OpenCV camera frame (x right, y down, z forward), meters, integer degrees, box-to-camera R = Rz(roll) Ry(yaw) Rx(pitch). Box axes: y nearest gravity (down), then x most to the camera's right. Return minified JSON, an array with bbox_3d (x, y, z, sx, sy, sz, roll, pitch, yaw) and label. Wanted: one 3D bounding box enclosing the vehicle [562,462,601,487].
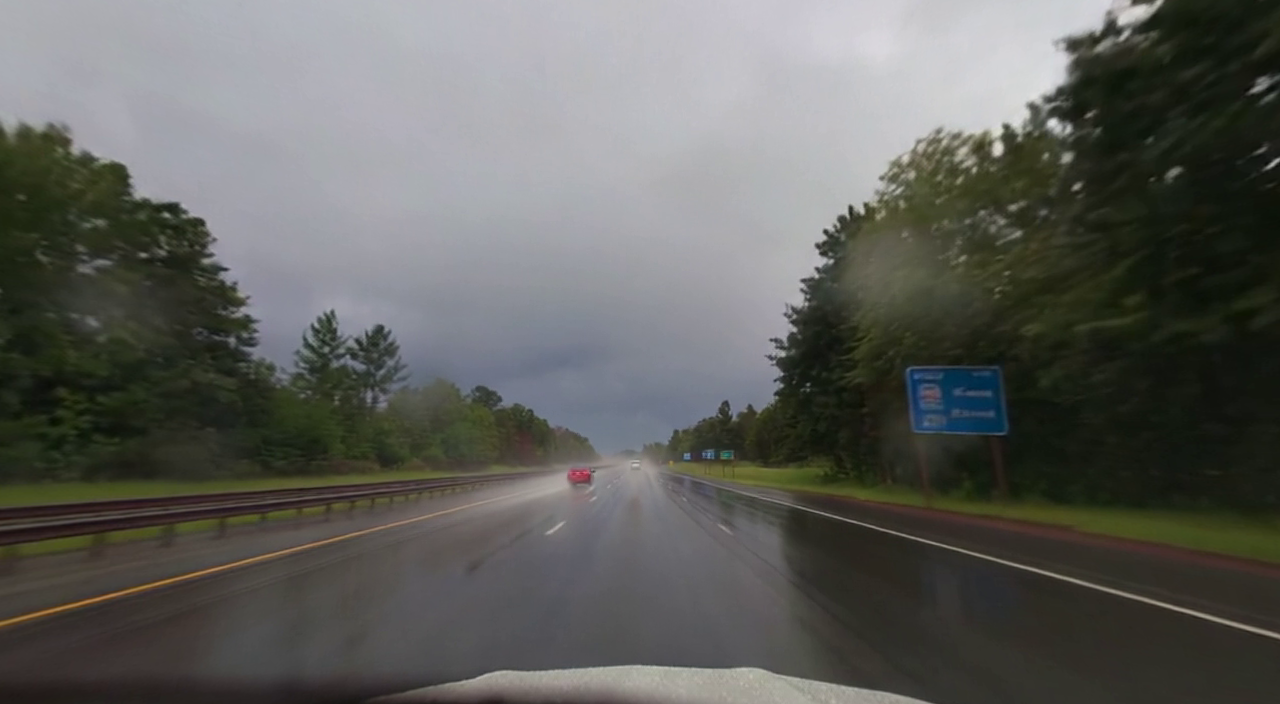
[{"bbox_3d":[-3.821,8.067,41.689,2.143,1.516,4.552,1,-10,0],"label":"vehicle"}]
